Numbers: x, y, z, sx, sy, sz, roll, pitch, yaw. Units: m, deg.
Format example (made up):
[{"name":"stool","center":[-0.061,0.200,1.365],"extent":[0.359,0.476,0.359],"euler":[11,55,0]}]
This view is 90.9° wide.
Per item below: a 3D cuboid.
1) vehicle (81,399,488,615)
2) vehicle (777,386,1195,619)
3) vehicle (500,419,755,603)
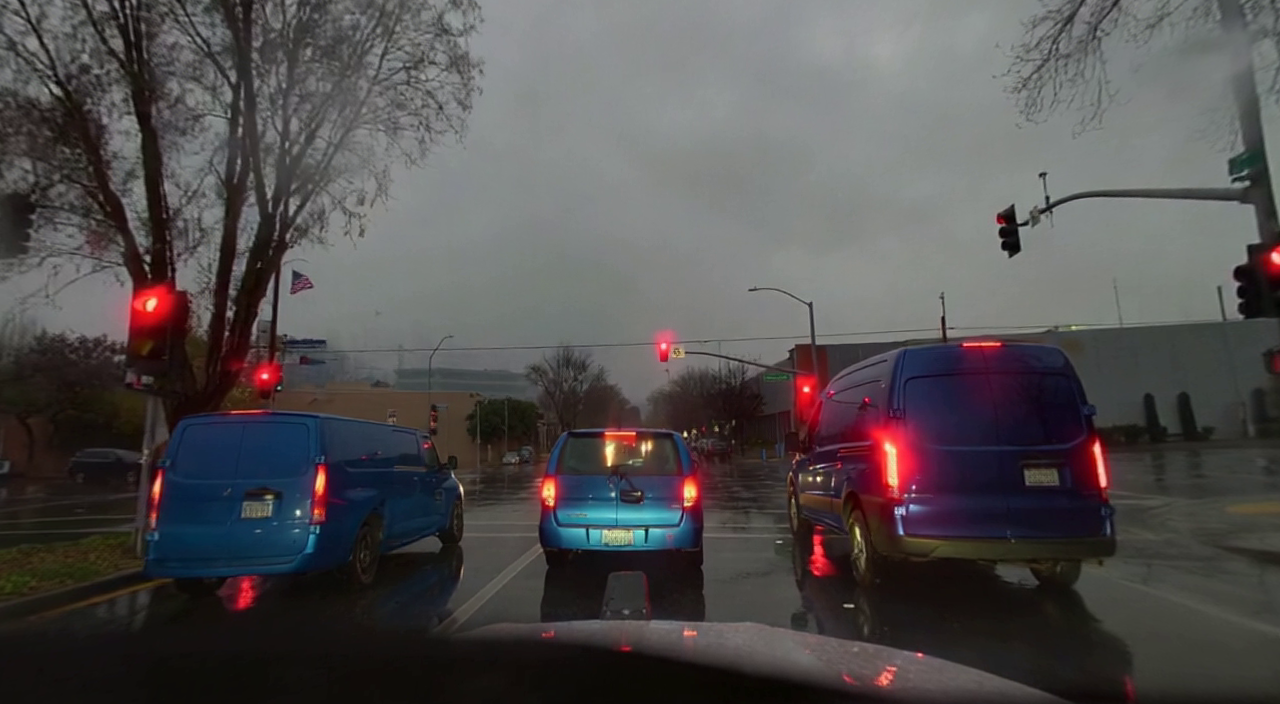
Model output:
[{"name":"vehicle","center":[-3.313,1.519,7.036],"extent":[2.024,1.677,3.998],"euler":[-1,-9,3]},{"name":"vehicle","center":[3.084,1.464,7.025],"extent":[2.178,1.746,4.400],"euler":[0,-9,1]},{"name":"vehicle","center":[-0.148,1.622,7.323],"extent":[2.098,1.494,4.118],"euler":[0,-9,-1]}]
